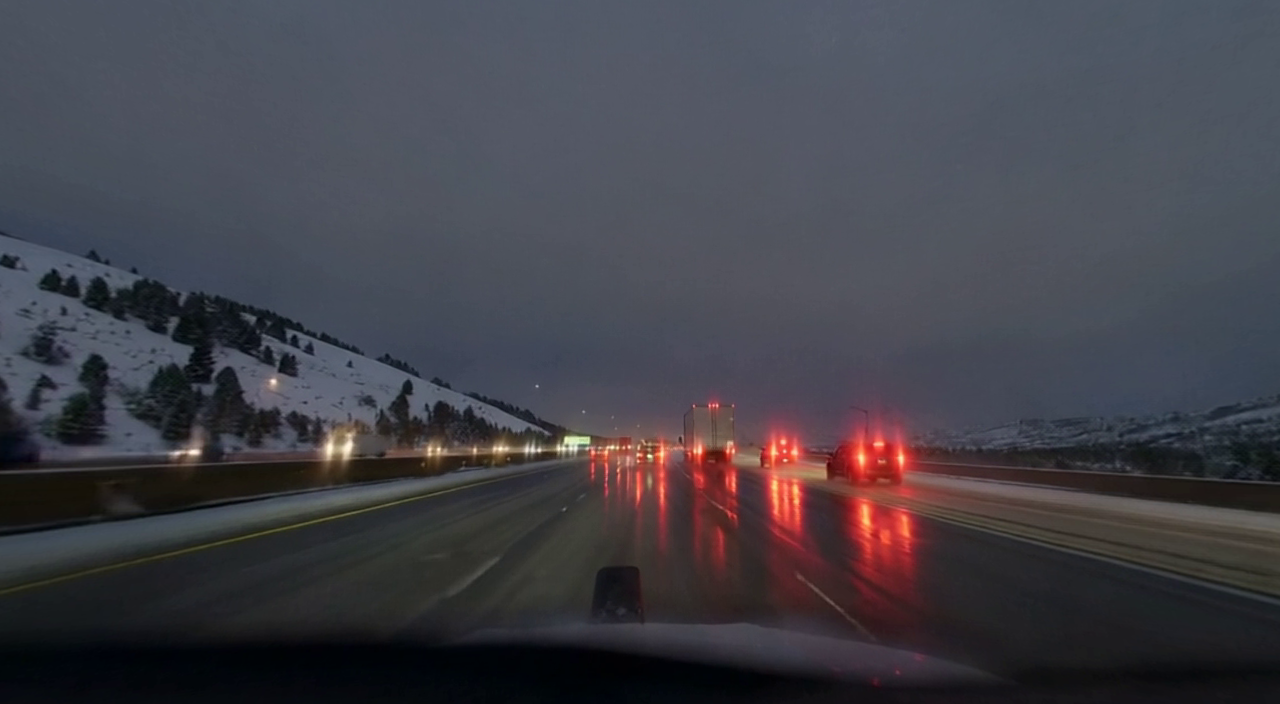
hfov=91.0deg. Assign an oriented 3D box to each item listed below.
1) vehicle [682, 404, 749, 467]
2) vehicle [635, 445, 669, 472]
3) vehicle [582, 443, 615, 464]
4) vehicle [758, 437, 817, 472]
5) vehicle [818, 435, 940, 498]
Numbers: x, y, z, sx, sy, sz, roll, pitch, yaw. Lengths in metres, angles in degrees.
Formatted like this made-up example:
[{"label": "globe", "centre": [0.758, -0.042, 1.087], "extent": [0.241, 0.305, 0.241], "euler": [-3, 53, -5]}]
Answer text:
[{"label": "vehicle", "centre": [4.718, 5.634, 41.812], "extent": [3.130, 3.607, 11.129], "euler": [0, -9, 0]}, {"label": "vehicle", "centre": [0.675, 6.149, 36.616], "extent": [1.866, 1.492, 3.932], "euler": [0, -9, 0]}, {"label": "vehicle", "centre": [-3.068, 7.632, 47.487], "extent": [2.132, 1.506, 4.256], "euler": [0, -9, 0]}, {"label": "vehicle", "centre": [8.063, 5.660, 34.901], "extent": [2.143, 1.775, 4.729], "euler": [0, -9, 0]}, {"label": "vehicle", "centre": [7.087, 3.433, 19.254], "extent": [2.044, 1.676, 4.421], "euler": [0, -9, 1]}]
